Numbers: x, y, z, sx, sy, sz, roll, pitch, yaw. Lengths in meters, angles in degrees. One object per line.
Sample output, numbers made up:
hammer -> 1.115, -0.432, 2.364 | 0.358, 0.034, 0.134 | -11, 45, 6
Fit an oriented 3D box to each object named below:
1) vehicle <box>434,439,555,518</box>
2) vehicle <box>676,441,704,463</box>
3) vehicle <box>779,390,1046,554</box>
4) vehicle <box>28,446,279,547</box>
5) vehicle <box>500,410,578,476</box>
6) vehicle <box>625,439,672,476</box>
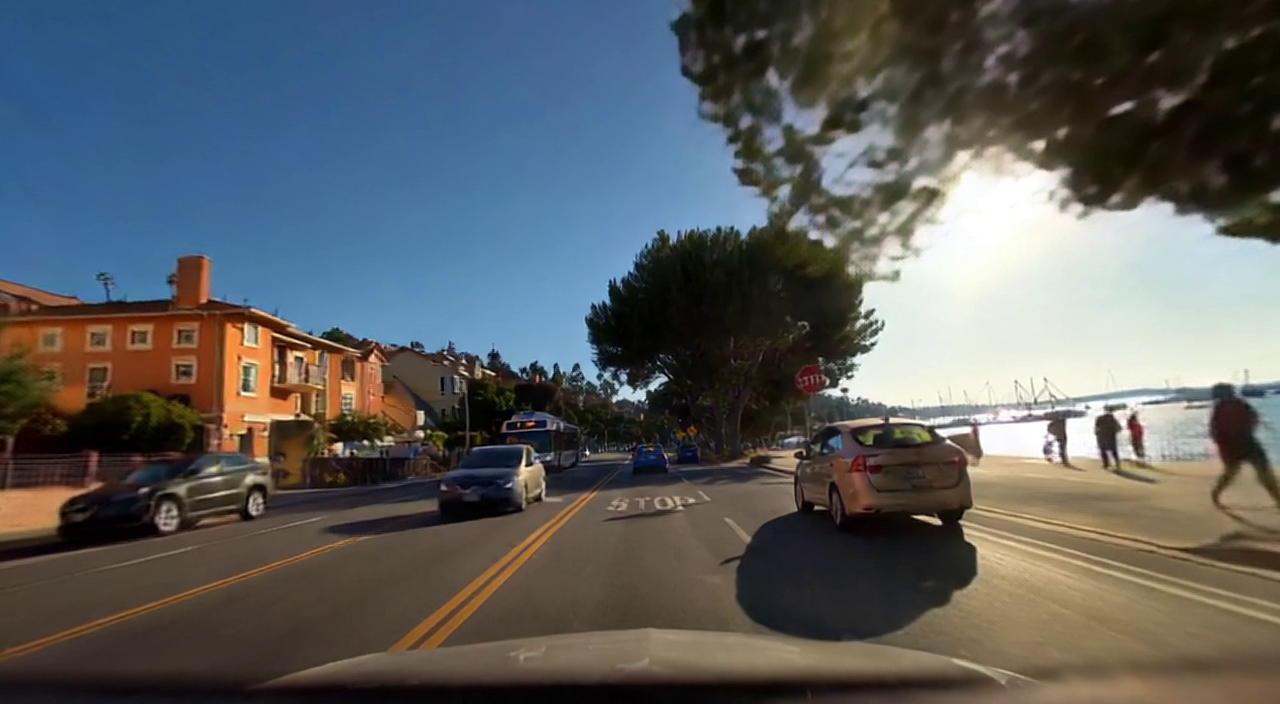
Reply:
vehicle -> -3.284, 2.907, 15.116 | 1.893, 1.583, 4.107 | -1, -8, 1
vehicle -> 3.895, 7.873, 49.908 | 1.876, 1.626, 3.851 | -1, -8, -1
vehicle -> 3.557, 1.667, 9.361 | 2.000, 1.809, 4.405 | -1, -8, 1
vehicle -> -10.784, 3.150, 14.604 | 2.107, 1.868, 4.690 | -1, -8, -1
vehicle -> -5.972, 5.638, 39.135 | 3.102, 3.524, 9.830 | -1, -8, 1
vehicle -> 0.359, 5.102, 30.798 | 2.132, 1.632, 3.838 | -1, -8, -1
